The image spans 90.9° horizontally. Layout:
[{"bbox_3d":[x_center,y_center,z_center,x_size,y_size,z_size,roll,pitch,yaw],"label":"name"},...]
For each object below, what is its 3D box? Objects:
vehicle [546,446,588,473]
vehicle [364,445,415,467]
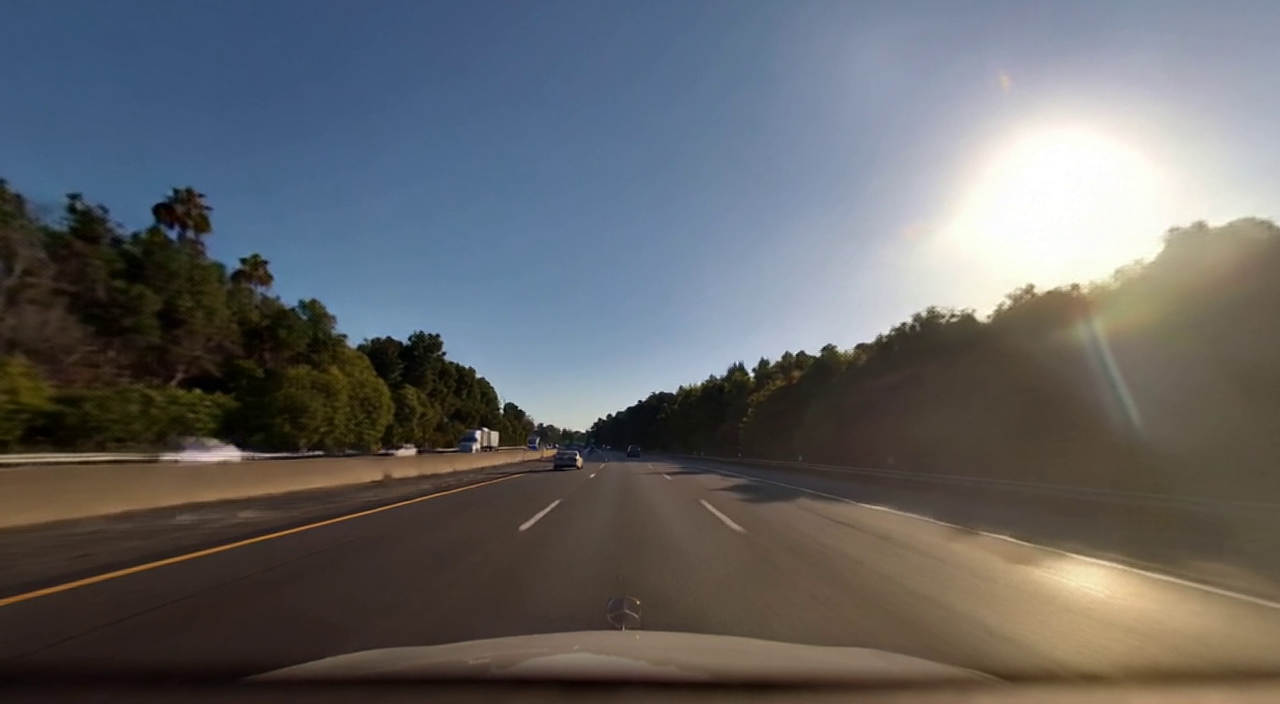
[{"bbox_3d":[-4.373,6.506,38.418,2.022,1.513,4.613,0,-9,0],"label":"vehicle"},{"bbox_3d":[-17.704,7.374,44.763,1.871,1.500,4.448,0,-9,-1],"label":"vehicle"}]
